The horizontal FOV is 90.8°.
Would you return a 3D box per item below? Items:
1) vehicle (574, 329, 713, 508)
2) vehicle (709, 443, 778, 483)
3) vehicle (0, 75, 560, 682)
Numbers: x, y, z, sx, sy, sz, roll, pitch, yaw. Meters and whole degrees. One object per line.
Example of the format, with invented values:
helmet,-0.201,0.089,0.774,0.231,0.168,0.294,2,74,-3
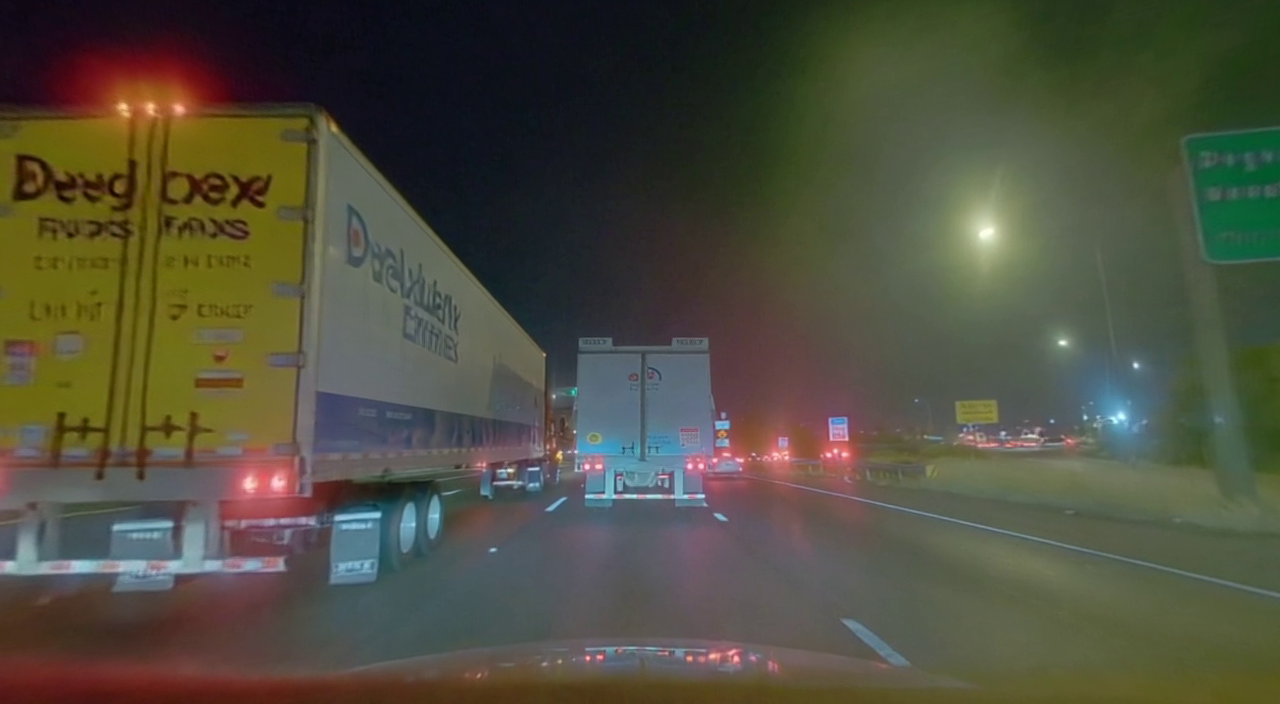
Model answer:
vehicle,0.029,2.125,18.416,2.910,3.828,9.805,0,-9,0
vehicle,4.094,4.467,25.682,2.010,1.446,4.579,0,-9,0
vehicle,-3.979,1.225,12.149,2.873,4.107,15.970,0,-9,0
